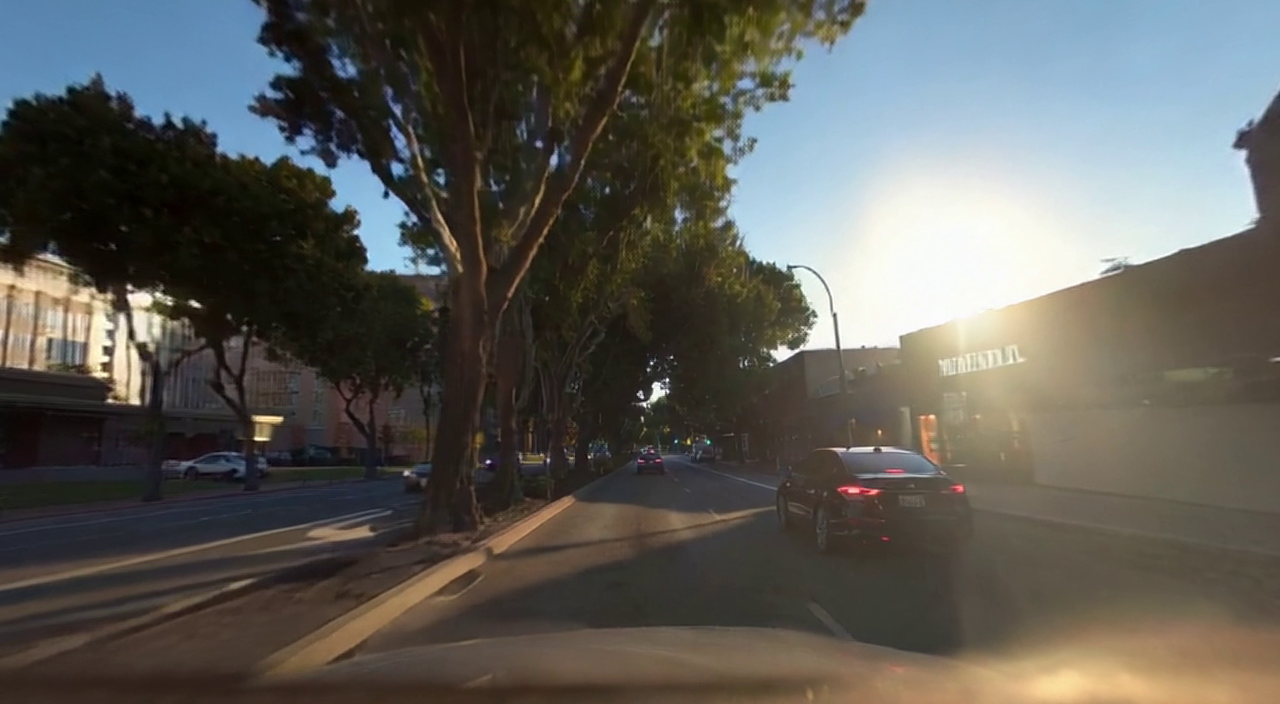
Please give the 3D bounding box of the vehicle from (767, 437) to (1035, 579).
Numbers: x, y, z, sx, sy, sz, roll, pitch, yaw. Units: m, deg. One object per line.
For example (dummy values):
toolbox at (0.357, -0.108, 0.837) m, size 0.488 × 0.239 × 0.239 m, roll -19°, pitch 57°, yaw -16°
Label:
vehicle at (3.216, 1.978, 8.854) m, size 1.989 × 1.498 × 4.050 m, roll 0°, pitch -8°, yaw 0°

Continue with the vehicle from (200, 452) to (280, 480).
vehicle at (-26.466, 7.542, 41.952) m, size 1.913 × 1.678 × 5.017 m, roll 0°, pitch -8°, yaw 1°

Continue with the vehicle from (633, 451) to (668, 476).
vehicle at (0.594, 6.465, 36.679) m, size 1.945 × 1.343 × 3.827 m, roll 0°, pitch -8°, yaw 0°

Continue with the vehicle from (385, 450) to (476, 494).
vehicle at (-8.042, 4.612, 24.650) m, size 1.958 × 1.487 × 4.451 m, roll 0°, pitch -8°, yaw 1°
